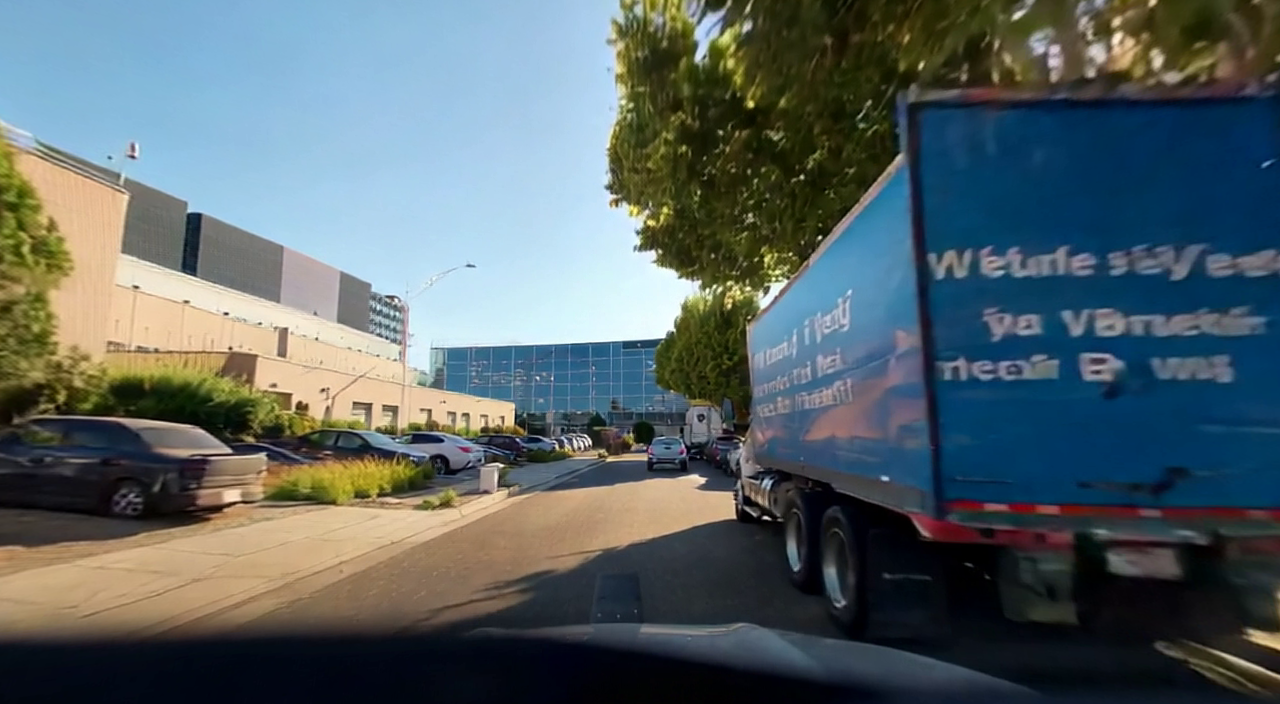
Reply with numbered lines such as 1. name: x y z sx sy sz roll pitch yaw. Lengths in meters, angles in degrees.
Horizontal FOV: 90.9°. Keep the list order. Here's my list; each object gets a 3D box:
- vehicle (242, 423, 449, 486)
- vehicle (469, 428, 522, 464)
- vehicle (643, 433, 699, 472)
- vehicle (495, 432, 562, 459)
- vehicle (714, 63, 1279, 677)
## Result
1. vehicle: -7.672 2.691 16.725 4.555 1.517 1.858 0 -8 2
2. vehicle: -7.528 4.938 33.218 1.996 1.719 4.382 2 -8 -3
3. vehicle: 1.324 4.182 26.432 2.160 1.498 3.909 0 -8 3
4. vehicle: -6.509 5.522 37.149 3.569 1.520 1.797 0 -8 1
5. vehicle: 3.034 0.714 9.033 3.019 3.659 10.648 0 -8 2
